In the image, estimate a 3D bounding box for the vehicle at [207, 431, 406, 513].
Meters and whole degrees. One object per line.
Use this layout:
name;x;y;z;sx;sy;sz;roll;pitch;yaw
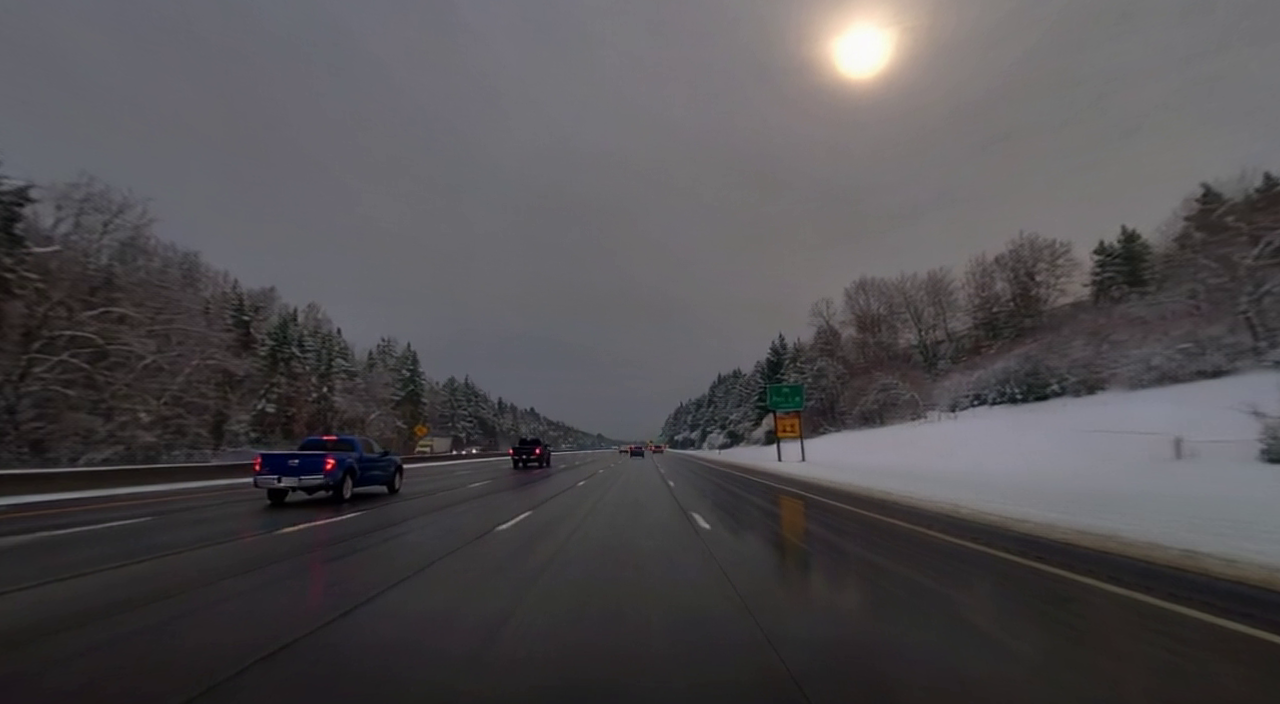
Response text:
vehicle;-7.320;2.663;14.544;1.965;1.567;4.686;0;-8;1

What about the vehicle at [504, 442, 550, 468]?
vehicle;-6.794;6.223;38.335;1.919;1.499;4.234;0;-8;2
